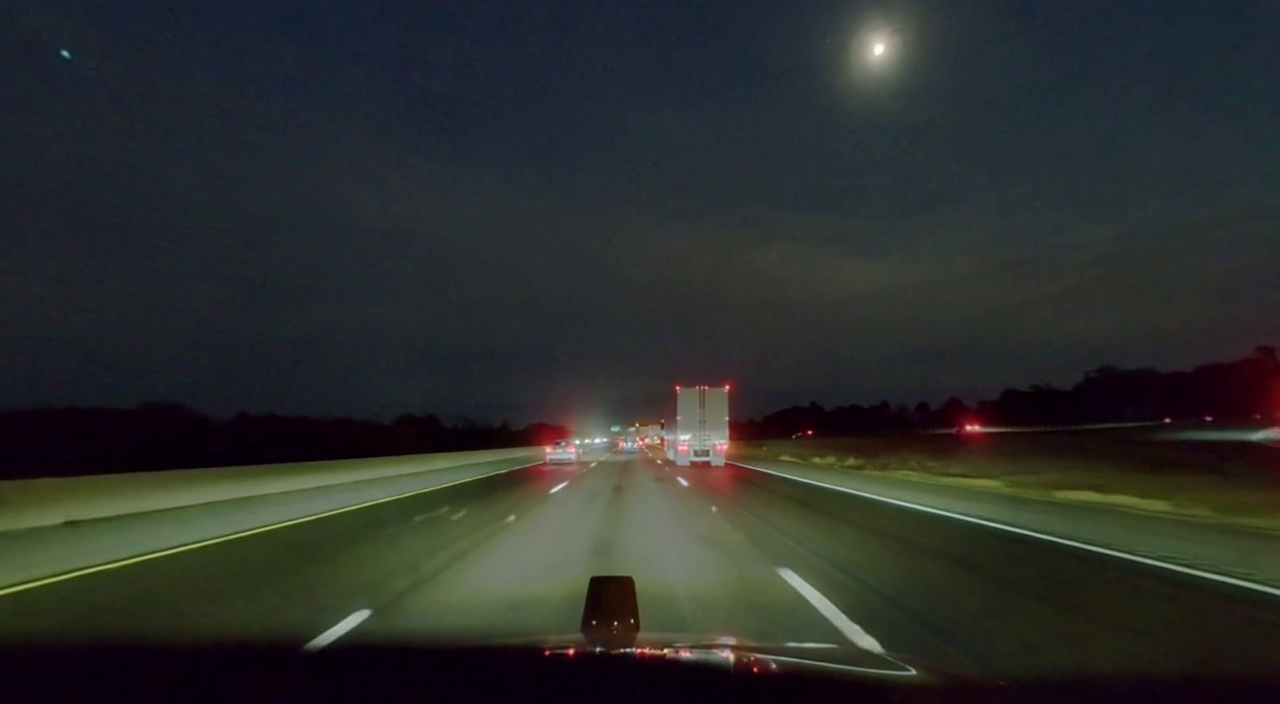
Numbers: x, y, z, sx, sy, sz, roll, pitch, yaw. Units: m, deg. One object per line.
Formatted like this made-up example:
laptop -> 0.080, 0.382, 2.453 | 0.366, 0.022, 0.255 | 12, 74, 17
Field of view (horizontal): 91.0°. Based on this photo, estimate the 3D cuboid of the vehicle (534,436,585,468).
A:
vehicle -> -4.093, 5.180, 32.788 | 2.111, 1.536, 4.270 | 0, -8, 0

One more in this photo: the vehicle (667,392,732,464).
vehicle -> 3.554, 5.023, 40.497 | 2.997, 3.983, 10.860 | 1, -8, -1
